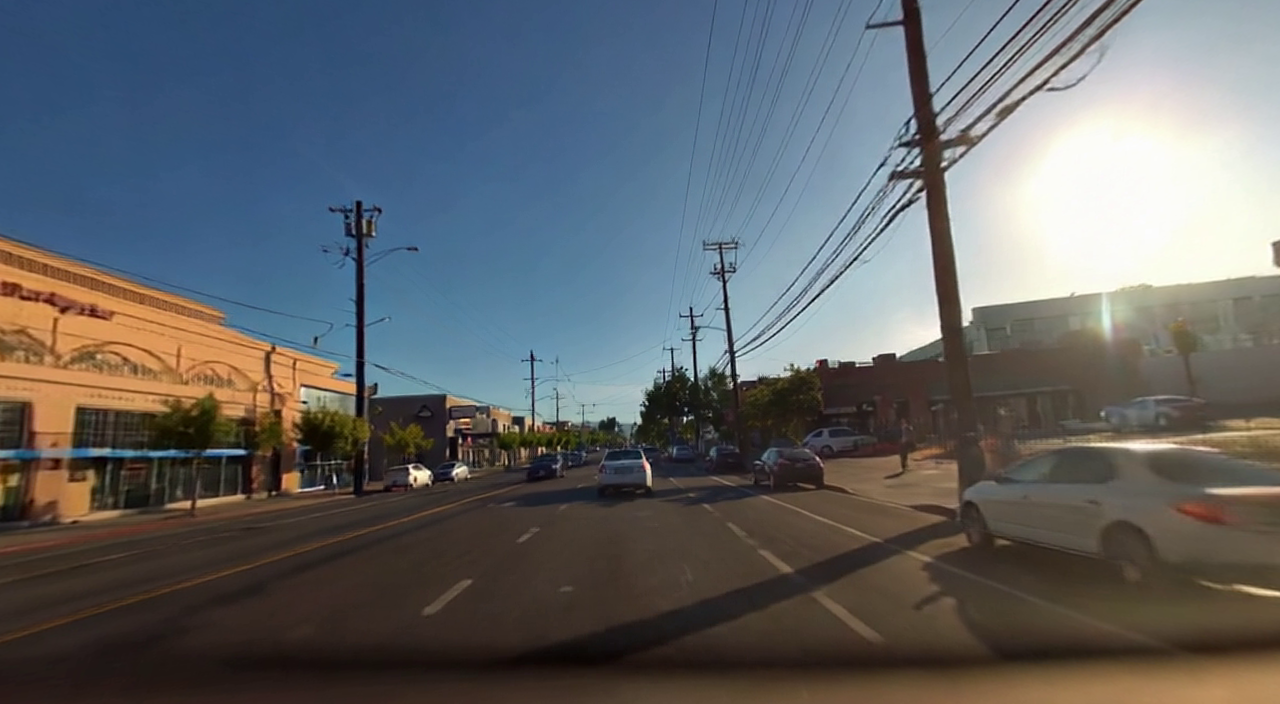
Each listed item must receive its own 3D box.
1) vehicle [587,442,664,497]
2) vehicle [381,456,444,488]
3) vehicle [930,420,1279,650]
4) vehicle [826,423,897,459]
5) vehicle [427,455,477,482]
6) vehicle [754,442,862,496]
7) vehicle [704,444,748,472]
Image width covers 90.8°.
[{"bbox_3d":[-0.396,3.540,19.384,2.116,1.479,3.980,0,-8,0],"label":"vehicle"},{"bbox_3d":[-11.855,6.270,33.212,1.828,1.457,4.371,0,-8,-2],"label":"vehicle"},{"bbox_3d":[5.184,1.526,6.401,2.108,1.471,4.948,0,-8,-1],"label":"vehicle"},{"bbox_3d":[14.191,5.779,40.904,2.418,2.139,5.365,0,-8,-2],"label":"vehicle"},{"bbox_3d":[-11.614,7.209,39.326,1.817,1.480,4.282,0,-8,-1],"label":"vehicle"},{"bbox_3d":[5.071,3.585,19.853,1.987,1.459,4.677,0,-9,-1],"label":"vehicle"},{"bbox_3d":[5.111,6.376,38.224,1.937,1.523,4.541,0,-8,-1],"label":"vehicle"}]
